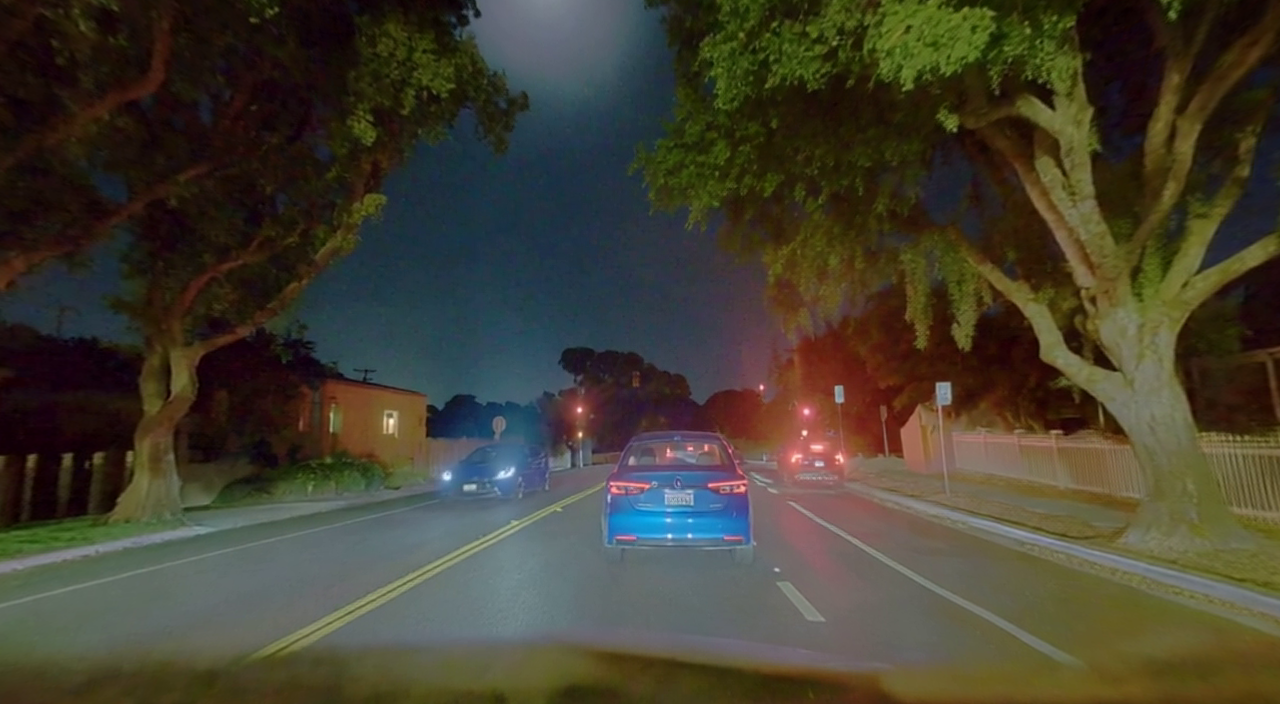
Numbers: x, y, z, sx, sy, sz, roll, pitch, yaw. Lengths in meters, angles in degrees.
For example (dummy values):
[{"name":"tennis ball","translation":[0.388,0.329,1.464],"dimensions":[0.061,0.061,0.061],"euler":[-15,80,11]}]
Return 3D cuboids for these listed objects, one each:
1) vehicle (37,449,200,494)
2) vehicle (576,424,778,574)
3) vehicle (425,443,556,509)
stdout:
[{"name":"vehicle","translation":[-18.131,4.117,22.019],"dimensions":[4.069,1.445,2.063],"euler":[-1,-9,8]},{"name":"vehicle","translation":[0.427,1.802,8.528],"dimensions":[2.070,1.516,3.936],"euler":[0,-8,1]},{"name":"vehicle","translation":[-3.734,3.159,16.678],"dimensions":[1.956,1.488,4.560],"euler":[-1,-8,6]}]
